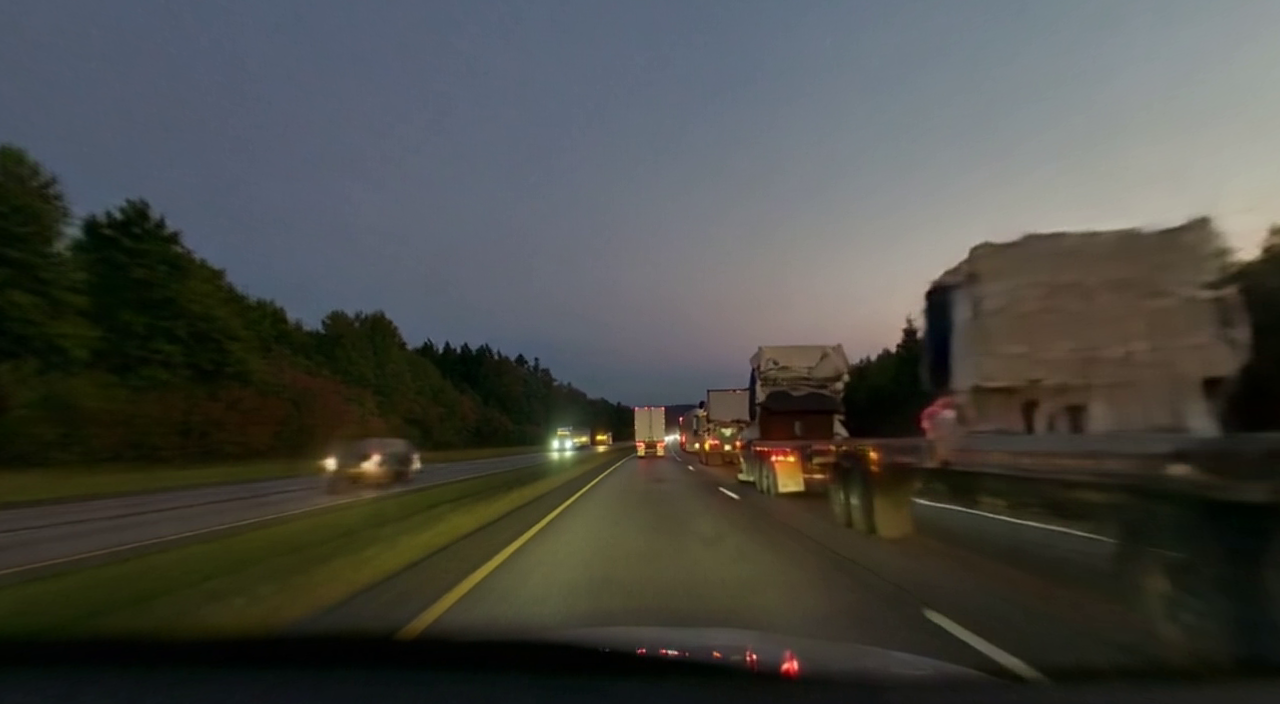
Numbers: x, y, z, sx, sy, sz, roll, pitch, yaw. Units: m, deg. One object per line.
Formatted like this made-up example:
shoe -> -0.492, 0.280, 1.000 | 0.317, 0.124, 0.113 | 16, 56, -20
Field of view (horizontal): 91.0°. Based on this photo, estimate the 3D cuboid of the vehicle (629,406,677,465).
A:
vehicle -> 0.818, 5.228, 39.172 | 2.644, 3.247, 7.454 | -1, -8, 1

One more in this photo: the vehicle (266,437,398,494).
vehicle -> -8.672, 3.199, 18.172 | 1.829, 1.406, 3.980 | 0, -8, -1

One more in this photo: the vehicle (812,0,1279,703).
vehicle -> 4.481, 0.162, 6.409 | 2.860, 4.036, 8.586 | 0, -8, -1
